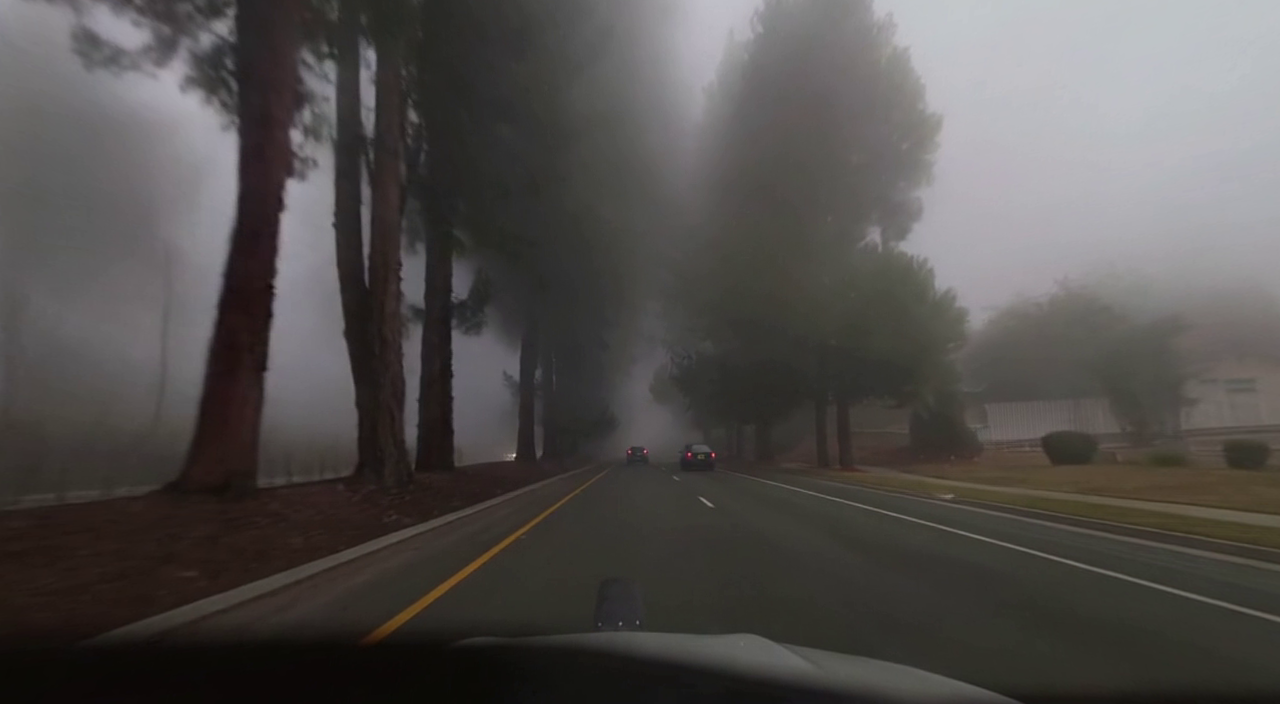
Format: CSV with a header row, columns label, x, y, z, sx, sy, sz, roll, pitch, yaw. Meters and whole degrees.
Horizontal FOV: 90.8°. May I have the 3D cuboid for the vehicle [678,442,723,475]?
label,x,y,z,sx,sy,sz,roll,pitch,yaw
vehicle,3.188,5.690,34.049,1.888,1.640,4.044,0,-8,-1
